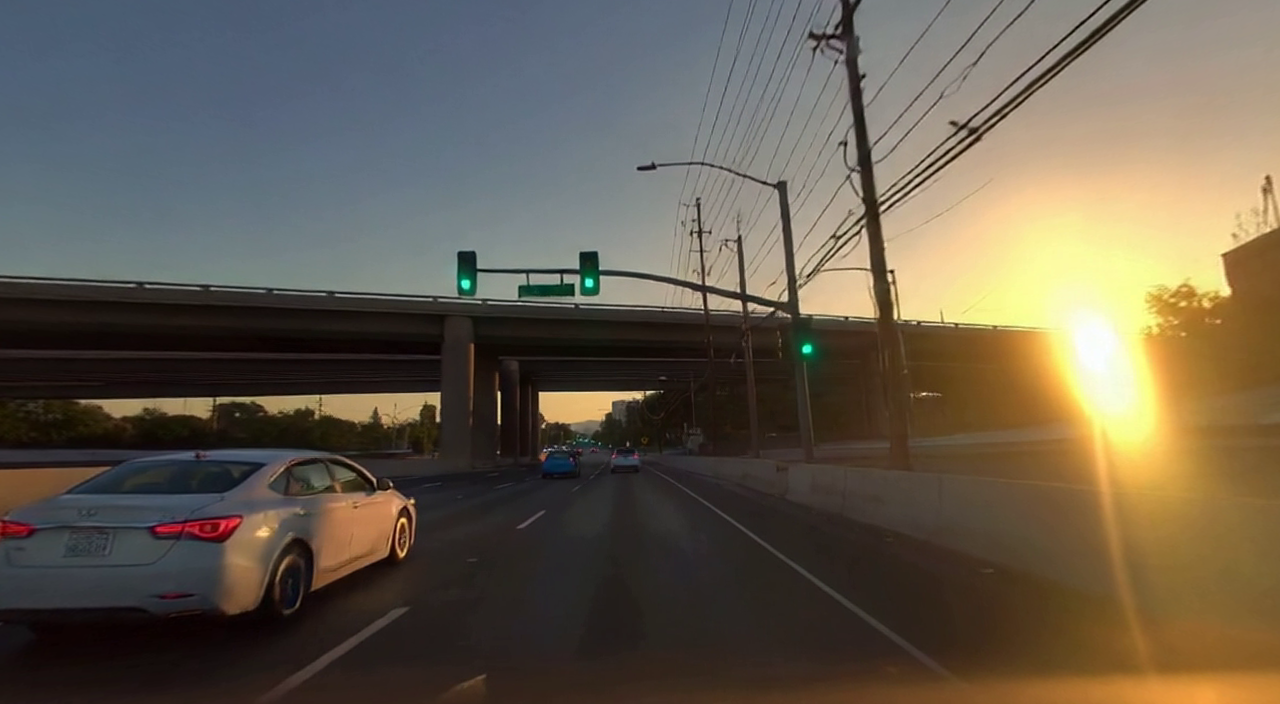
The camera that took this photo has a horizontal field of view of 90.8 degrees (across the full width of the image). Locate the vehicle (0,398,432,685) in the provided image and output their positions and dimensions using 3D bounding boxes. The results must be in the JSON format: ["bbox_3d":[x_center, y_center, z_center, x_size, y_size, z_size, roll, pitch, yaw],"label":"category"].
[{"bbox_3d":[-3.618,1.424,5.904,1.925,1.666,4.271,0,-8,-1],"label":"vehicle"}]

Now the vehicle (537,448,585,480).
[{"bbox_3d":[-3.890,5.579,31.717,1.946,1.437,4.154,0,-8,-1],"label":"vehicle"}]

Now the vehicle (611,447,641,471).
[{"bbox_3d":[-0.998,7.275,43.200,1.985,1.565,3.968,0,-8,-2],"label":"vehicle"}]
